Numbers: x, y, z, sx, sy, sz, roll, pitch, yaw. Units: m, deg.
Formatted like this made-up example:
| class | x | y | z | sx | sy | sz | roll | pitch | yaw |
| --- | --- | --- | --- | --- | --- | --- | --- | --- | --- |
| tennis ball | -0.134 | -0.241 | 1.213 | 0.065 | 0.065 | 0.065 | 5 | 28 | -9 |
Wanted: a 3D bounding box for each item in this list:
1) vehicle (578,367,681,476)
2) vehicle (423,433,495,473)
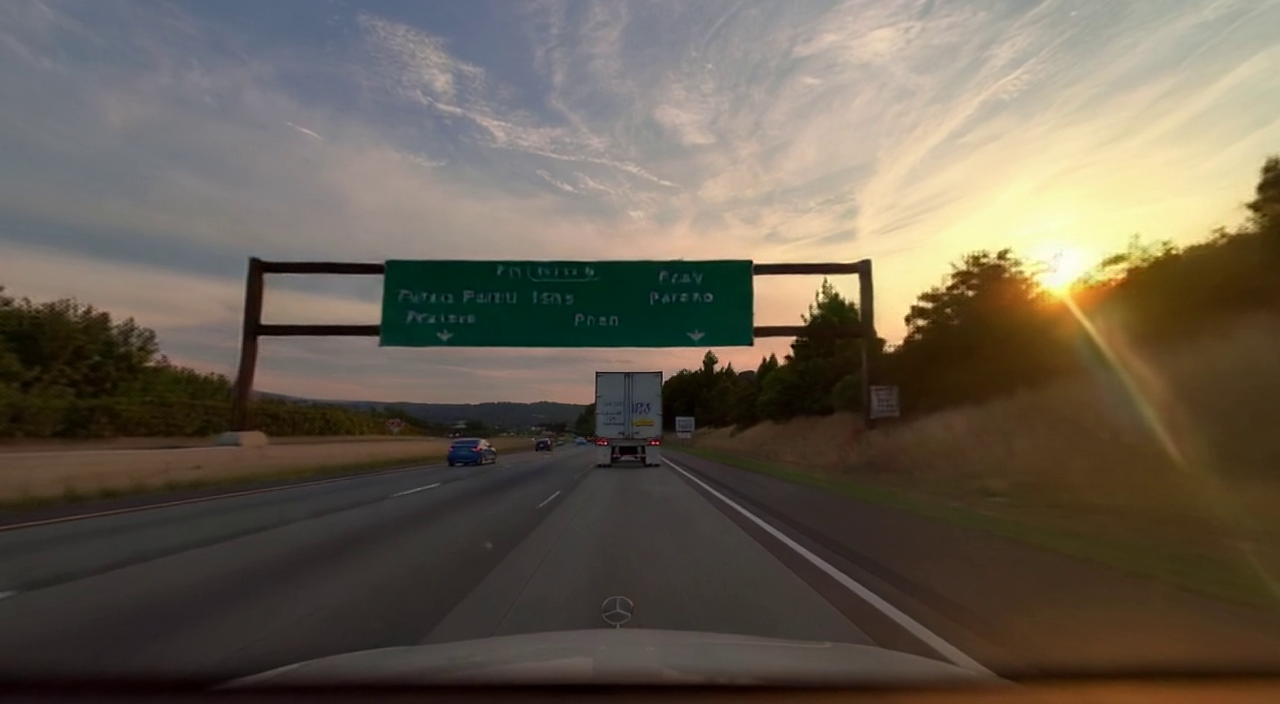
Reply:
| class | x | y | z | sx | sy | sz | roll | pitch | yaw |
| --- | --- | --- | --- | --- | --- | --- | --- | --- | --- |
| vehicle | -0.488 | 3.129 | 26.803 | 3.033 | 3.223 | 14.836 | 3 | -8 | -1 |
| vehicle | -7.283 | 4.063 | 25.675 | 1.856 | 1.479 | 3.710 | 0 | -8 | 0 |
